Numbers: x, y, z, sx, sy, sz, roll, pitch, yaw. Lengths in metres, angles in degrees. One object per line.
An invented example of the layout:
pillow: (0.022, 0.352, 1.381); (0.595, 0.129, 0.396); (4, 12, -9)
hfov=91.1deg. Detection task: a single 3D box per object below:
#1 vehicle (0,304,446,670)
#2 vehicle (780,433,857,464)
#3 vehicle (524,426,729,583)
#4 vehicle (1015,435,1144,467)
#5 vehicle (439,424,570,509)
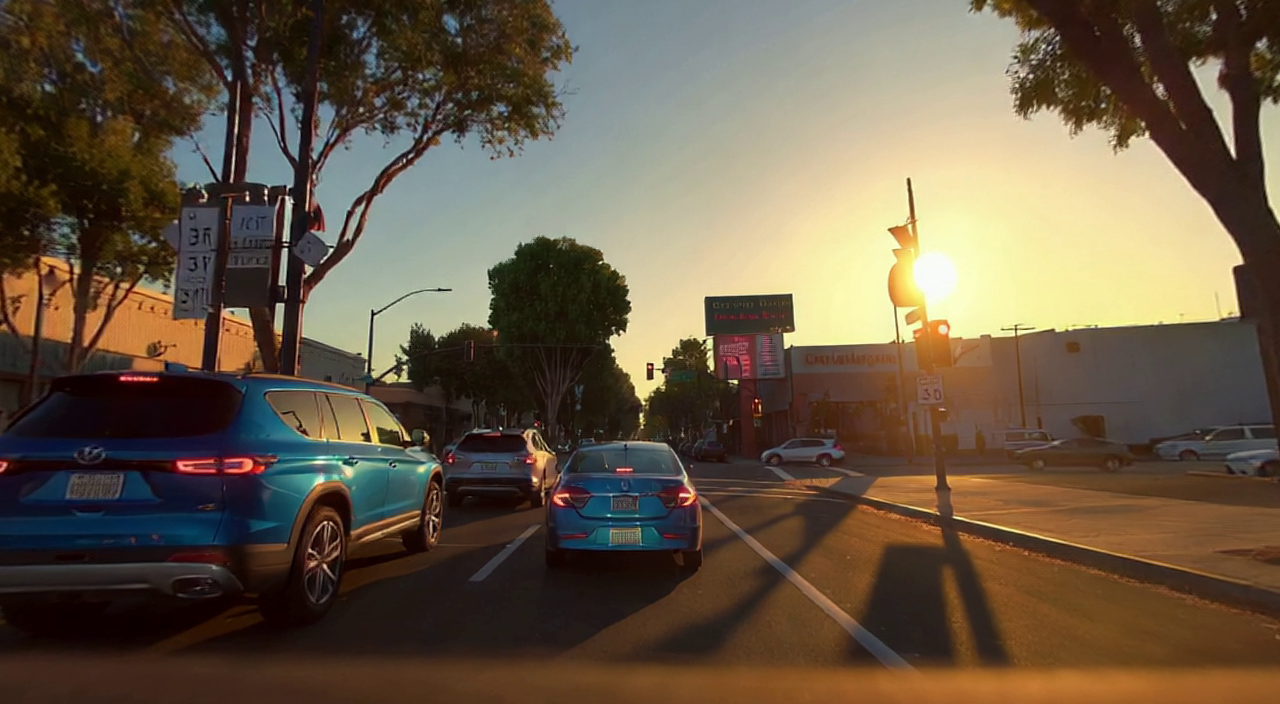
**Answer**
vehicle: (-3.811, 1.129, 6.219); (2.152, 2.118, 5.066); (0, -8, 0)
vehicle: (10.229, 5.577, 36.288); (4.116, 1.719, 2.069); (-2, -9, 12)
vehicle: (-0.159, 1.780, 8.179); (1.966, 1.481, 4.146); (0, -8, -1)
vehicle: (21.439, 4.854, 30.896); (4.809, 1.476, 1.845); (-4, -9, 23)
vehicle: (-2.925, 2.593, 14.594); (2.047, 1.664, 4.148); (0, -8, 1)
